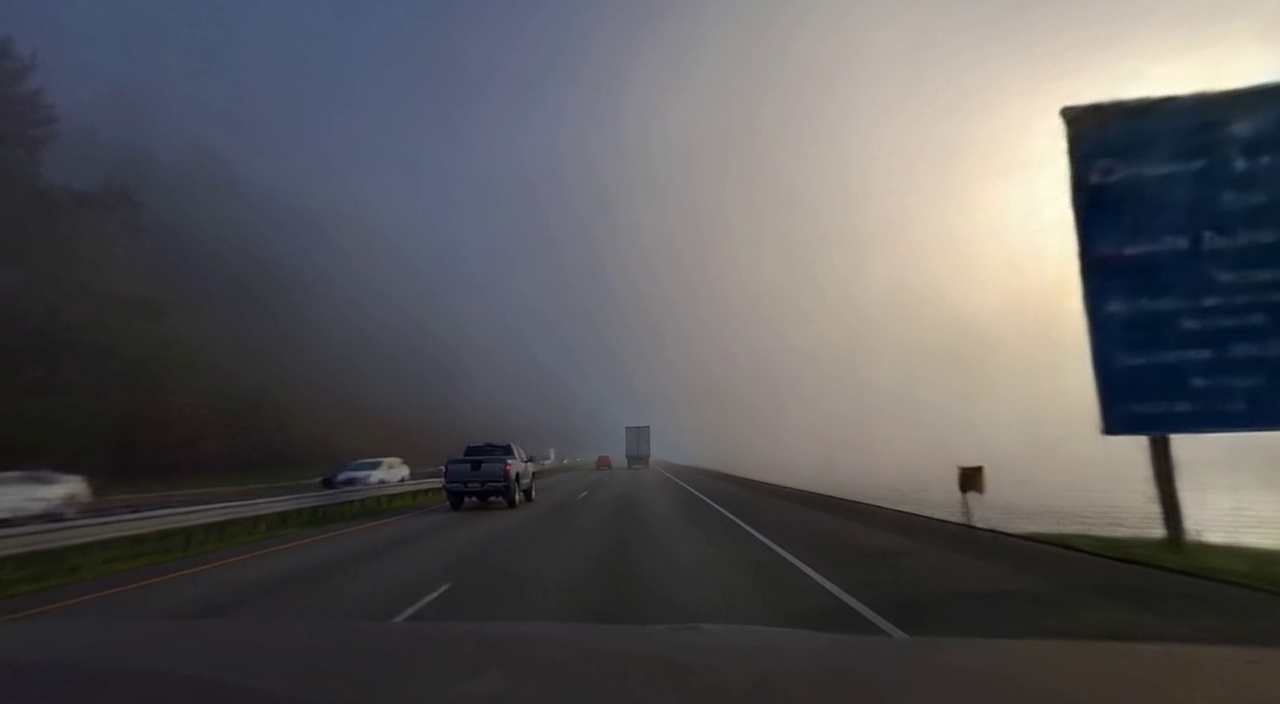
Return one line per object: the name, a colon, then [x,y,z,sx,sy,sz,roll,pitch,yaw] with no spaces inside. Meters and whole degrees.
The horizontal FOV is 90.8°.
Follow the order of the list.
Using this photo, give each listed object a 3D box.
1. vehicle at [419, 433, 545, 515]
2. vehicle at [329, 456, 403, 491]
vehicle: [-3.925,3.140,16.676,2.079,1.845,4.654,0,-9,1]
vehicle: [-12.731,5.637,29.574,1.794,1.503,3.666,0,-9,0]
